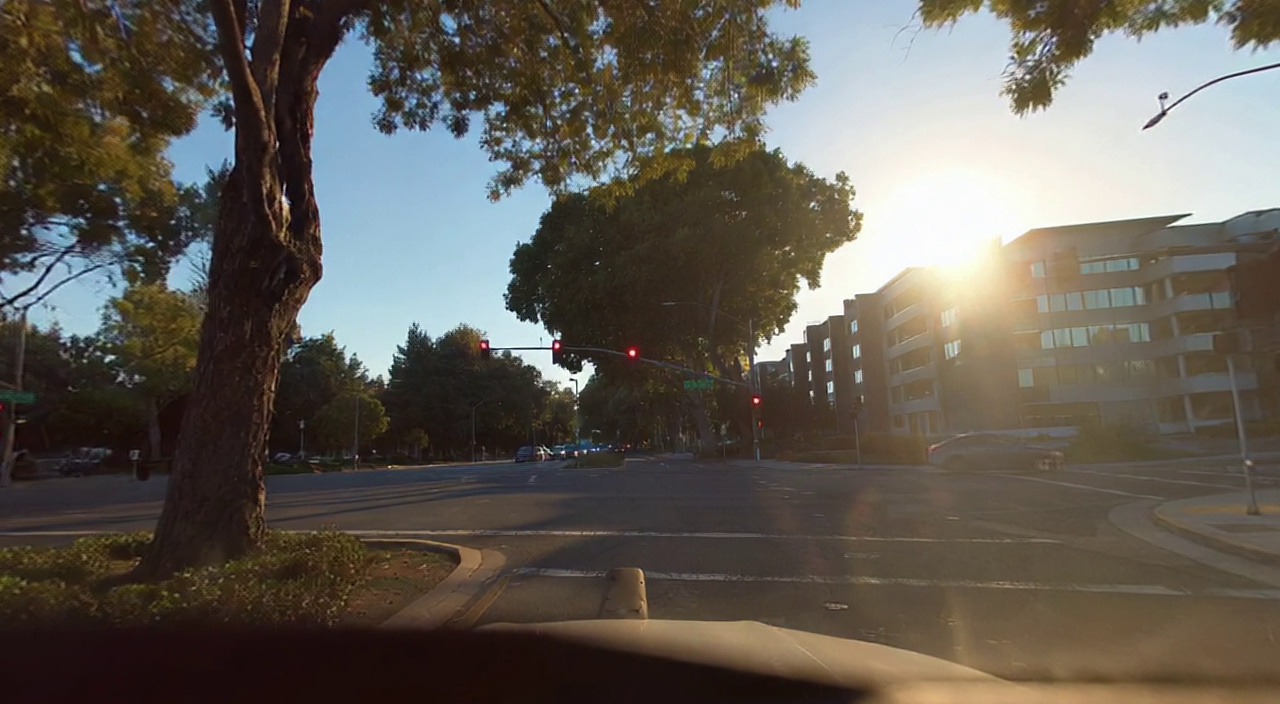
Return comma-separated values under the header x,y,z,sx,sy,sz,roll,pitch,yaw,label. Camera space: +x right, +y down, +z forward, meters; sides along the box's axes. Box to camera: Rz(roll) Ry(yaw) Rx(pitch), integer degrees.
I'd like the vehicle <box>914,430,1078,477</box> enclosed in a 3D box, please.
x,y,z,sx,sy,sz,roll,pitch,yaw,label
14.449,4.173,25.962,5.357,1.814,2.141,-1,-8,3,vehicle
